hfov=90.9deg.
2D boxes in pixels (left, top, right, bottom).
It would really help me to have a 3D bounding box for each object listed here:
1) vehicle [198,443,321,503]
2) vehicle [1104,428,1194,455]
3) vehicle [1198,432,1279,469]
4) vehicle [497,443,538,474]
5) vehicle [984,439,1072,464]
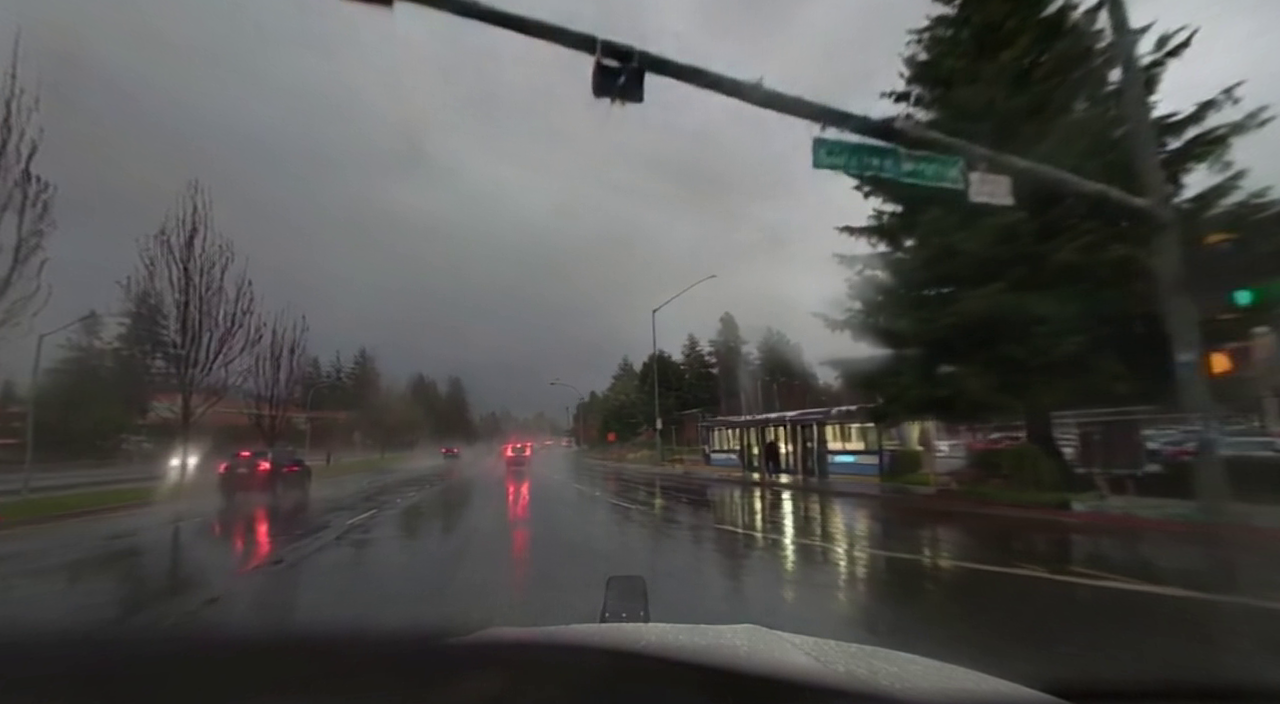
[{"bbox_3d":[-12.730,4.013,21.502,2.097,1.782,4.682,2,-9,-12],"label":"vehicle"},{"bbox_3d":[34.732,6.157,43.203,1.884,1.717,4.338,3,-9,-17],"label":"vehicle"},{"bbox_3d":[28.267,4.378,28.235,1.796,1.445,4.535,-3,-8,-14],"label":"vehicle"},{"bbox_3d":[-7.810,6.674,39.837,2.345,1.803,4.261,2,-9,-13],"label":"vehicle"},{"bbox_3d":[24.449,6.265,39.954,1.896,1.459,4.611,2,-9,-16],"label":"vehicle"}]
